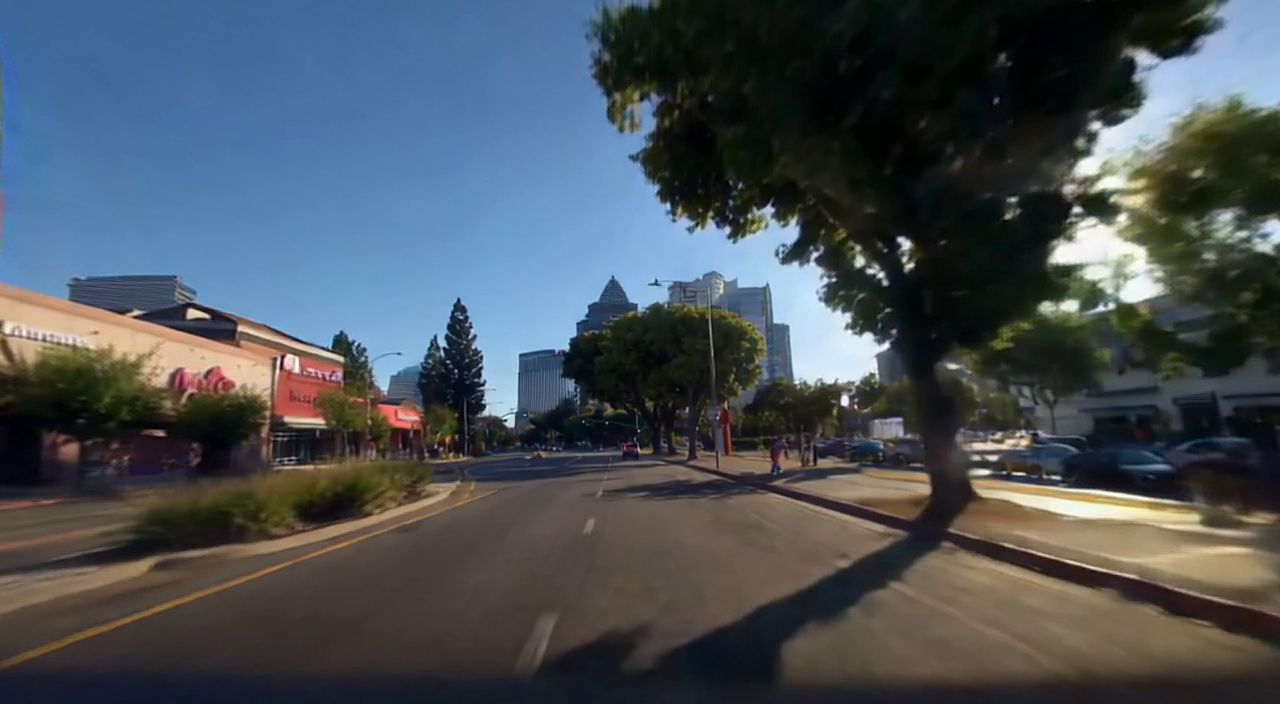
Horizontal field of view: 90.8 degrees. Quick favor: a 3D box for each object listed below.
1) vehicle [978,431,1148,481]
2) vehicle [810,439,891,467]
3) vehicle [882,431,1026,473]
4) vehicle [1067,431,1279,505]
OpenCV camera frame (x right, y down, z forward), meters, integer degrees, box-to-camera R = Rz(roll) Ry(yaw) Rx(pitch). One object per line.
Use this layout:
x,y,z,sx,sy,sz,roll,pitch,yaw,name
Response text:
13.855,3.426,20.904,4.228,1.548,1.881,0,-9,-1,vehicle
13.383,6.439,40.311,4.395,1.497,1.975,-3,-8,-2,vehicle
13.027,4.165,26.457,4.769,1.636,2.281,0,-9,-2,vehicle
13.727,2.841,15.870,4.538,1.433,2.023,-3,-7,-3,vehicle
